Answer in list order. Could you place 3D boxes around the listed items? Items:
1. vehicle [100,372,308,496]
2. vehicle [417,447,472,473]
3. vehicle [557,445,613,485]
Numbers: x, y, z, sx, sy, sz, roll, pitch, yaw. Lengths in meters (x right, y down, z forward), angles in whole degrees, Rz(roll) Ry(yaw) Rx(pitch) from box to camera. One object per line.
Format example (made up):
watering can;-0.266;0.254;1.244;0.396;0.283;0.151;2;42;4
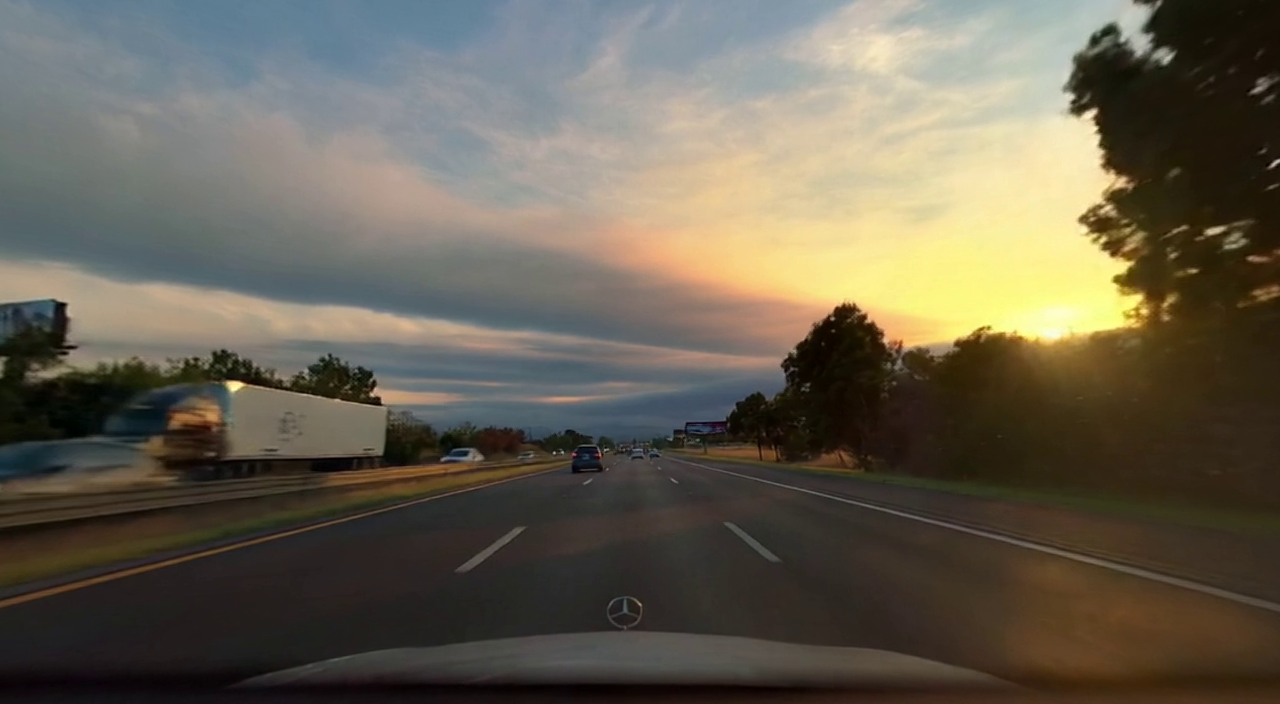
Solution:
vehicle;-16.250;3.235;24.333;3.139;4.120;6.607;0;-9;0
vehicle;-12.041;6.673;39.177;1.919;1.484;4.645;0;-9;0
vehicle;-2.213;4.707;26.506;1.916;1.494;4.335;0;-9;0
